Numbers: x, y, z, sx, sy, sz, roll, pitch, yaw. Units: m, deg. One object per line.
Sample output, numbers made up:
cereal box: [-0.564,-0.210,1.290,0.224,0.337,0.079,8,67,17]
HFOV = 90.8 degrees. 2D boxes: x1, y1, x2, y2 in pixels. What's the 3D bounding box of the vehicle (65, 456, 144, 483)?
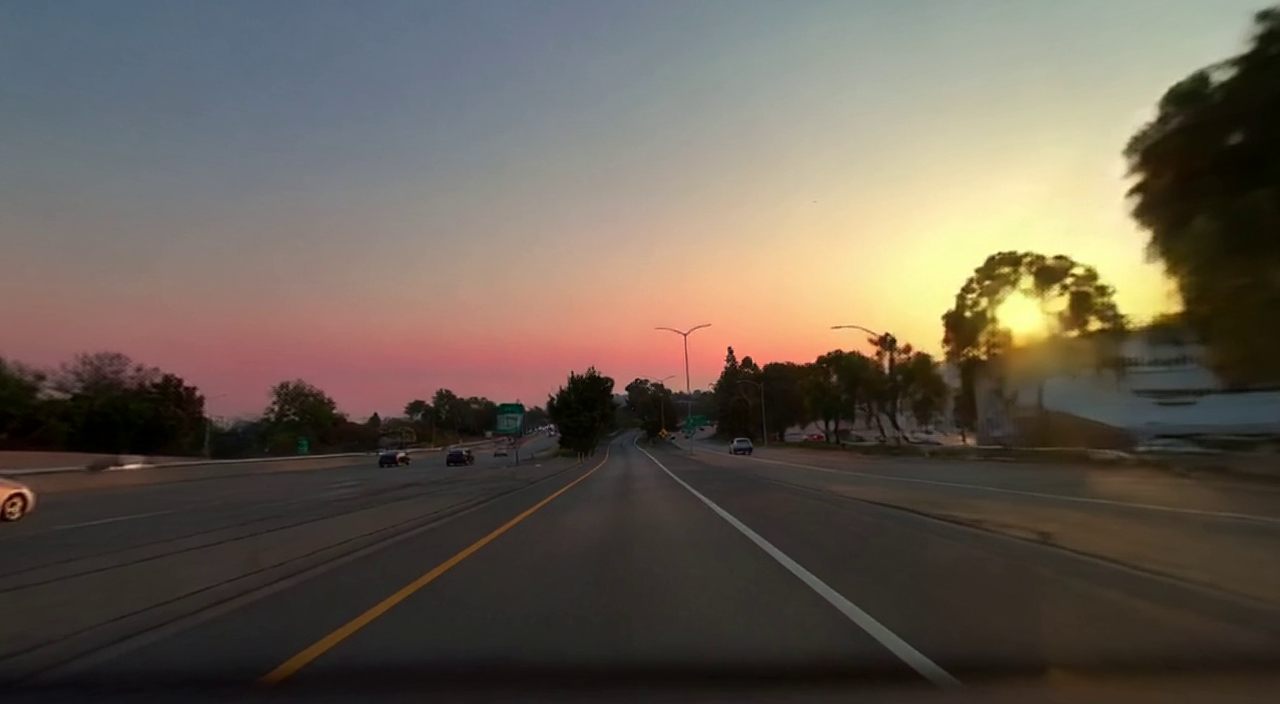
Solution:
vehicle: [-36.302,7.950,42.964,1.978,1.492,4.214,-2,-8,-5]
